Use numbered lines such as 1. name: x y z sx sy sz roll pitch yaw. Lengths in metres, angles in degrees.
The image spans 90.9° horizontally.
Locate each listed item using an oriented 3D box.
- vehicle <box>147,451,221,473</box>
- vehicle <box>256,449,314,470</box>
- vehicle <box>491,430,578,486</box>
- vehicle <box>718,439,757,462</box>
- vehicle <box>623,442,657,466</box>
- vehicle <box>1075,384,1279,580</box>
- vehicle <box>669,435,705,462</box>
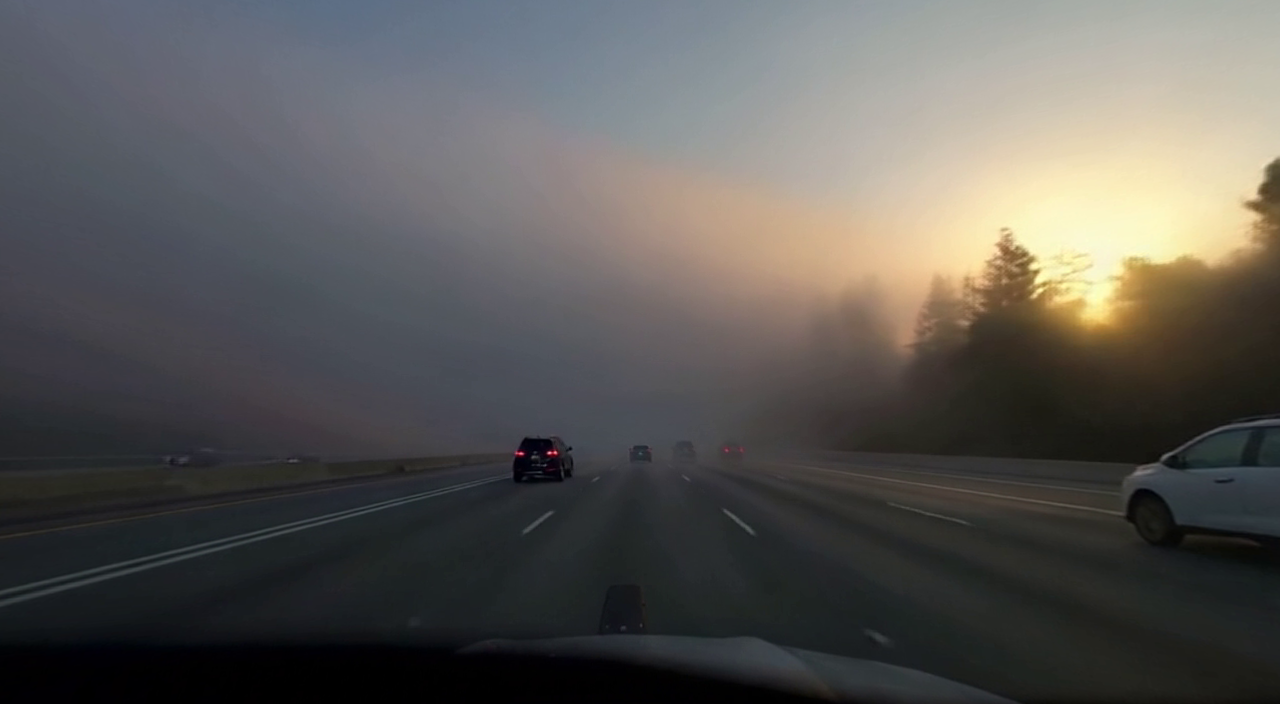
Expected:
1. vehicle: -34.277 8.278 47.577 1.980 1.539 4.797 0 -8 1
2. vehicle: -26.702 8.095 47.576 1.814 1.465 4.230 -1 -8 2
3. vehicle: -3.594 3.724 22.489 2.118 1.750 4.875 -1 -8 2
4. vehicle: 7.429 7.591 48.575 2.196 1.659 4.451 0 -8 -1
5. vehicle: -0.015 6.523 40.376 2.050 1.452 3.917 0 -8 0
6. vehicle: 6.847 1.183 5.801 2.123 1.756 4.959 0 -8 0
7. vehicle: 3.656 7.600 49.649 2.348 1.991 5.460 0 -8 0
